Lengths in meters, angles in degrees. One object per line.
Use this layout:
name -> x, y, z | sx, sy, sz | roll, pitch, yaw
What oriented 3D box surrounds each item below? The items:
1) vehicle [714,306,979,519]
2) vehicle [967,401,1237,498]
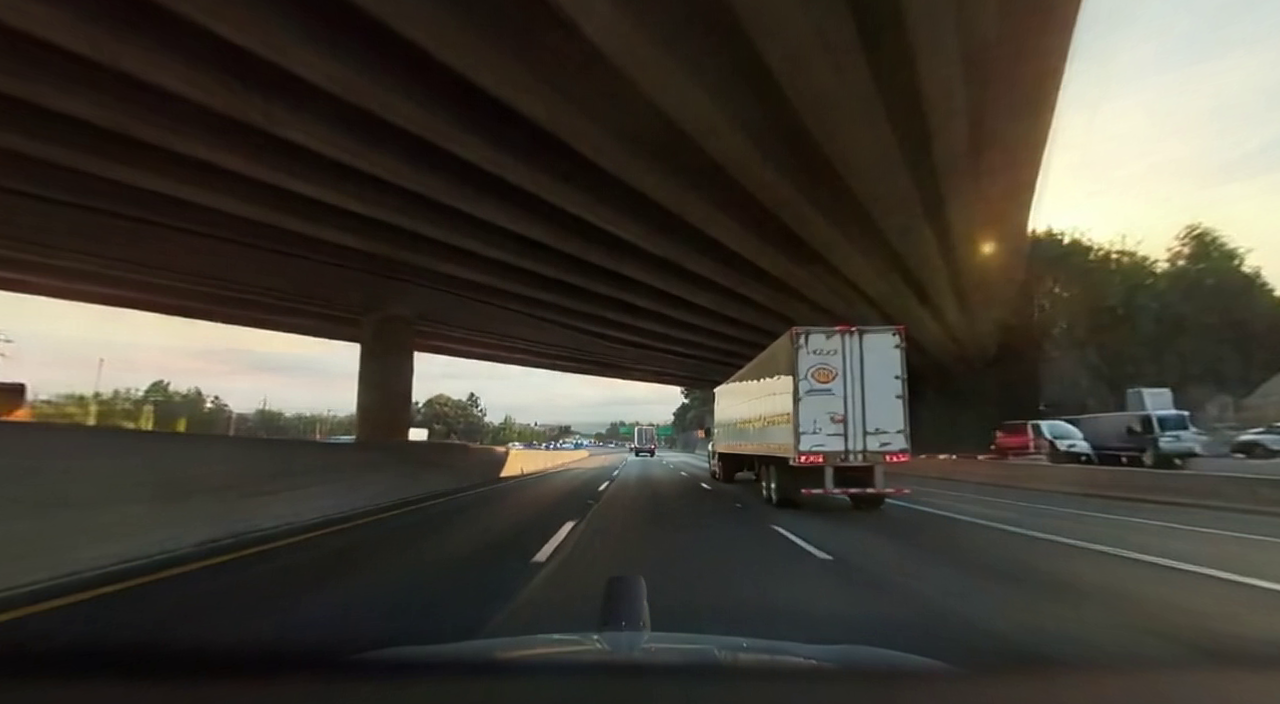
vehicle -> 4.666, 2.168, 18.984 | 2.881, 3.995, 14.382 | 0, -9, -1
vehicle -> 22.673, 5.064, 33.114 | 2.853, 3.921, 14.754 | 0, -9, -1
